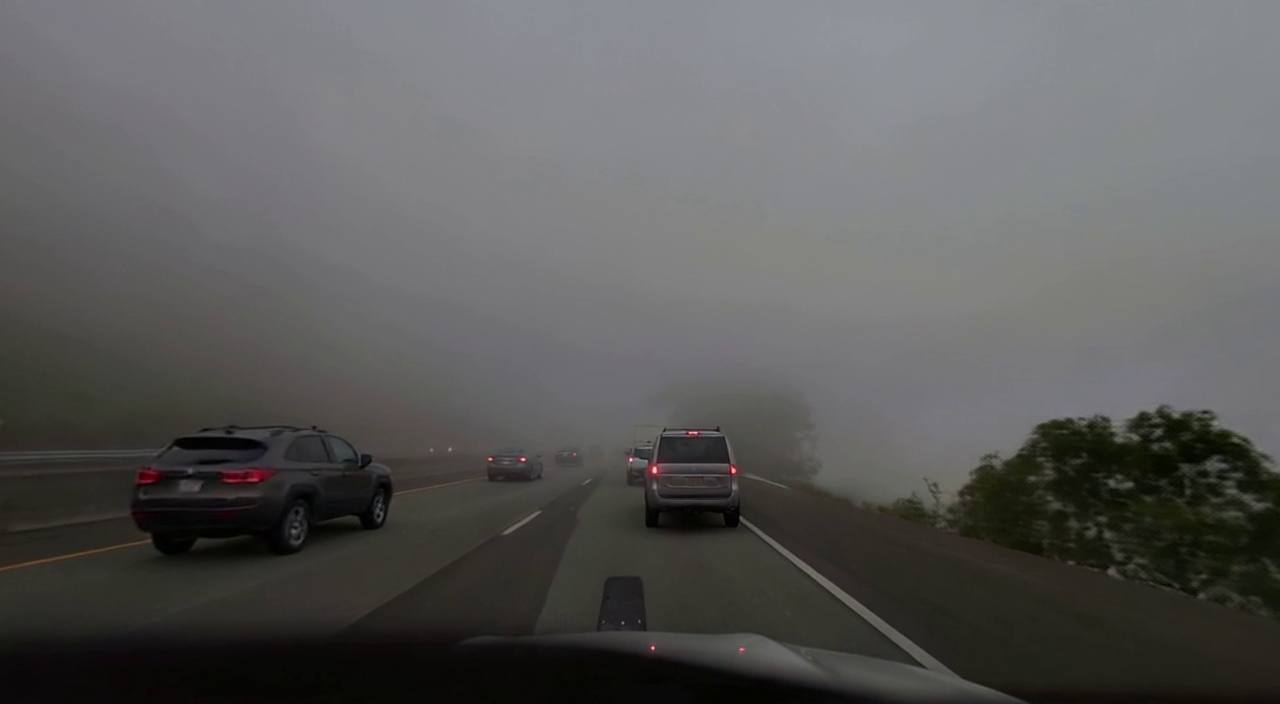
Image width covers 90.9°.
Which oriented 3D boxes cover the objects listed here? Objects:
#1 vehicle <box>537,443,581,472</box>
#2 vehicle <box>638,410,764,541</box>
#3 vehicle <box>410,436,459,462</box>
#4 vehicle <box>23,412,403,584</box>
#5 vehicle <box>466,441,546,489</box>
[{"bbox_3d":[-4.609,6.060,36.313,1.855,1.527,4.209,0,-9,1],"label":"vehicle"},{"bbox_3d":[0.884,2.119,11.331,1.825,1.920,3.960,0,-9,-1],"label":"vehicle"},{"bbox_3d":[-15.959,7.588,49.181,2.076,1.922,5.041,0,-9,1],"label":"vehicle"},{"bbox_3d":[-4.928,1.729,8.237,1.934,1.642,4.201,0,-9,1],"label":"vehicle"},{"bbox_3d":[-4.591,3.919,22.143,1.867,1.489,3.829,0,-9,2],"label":"vehicle"}]
